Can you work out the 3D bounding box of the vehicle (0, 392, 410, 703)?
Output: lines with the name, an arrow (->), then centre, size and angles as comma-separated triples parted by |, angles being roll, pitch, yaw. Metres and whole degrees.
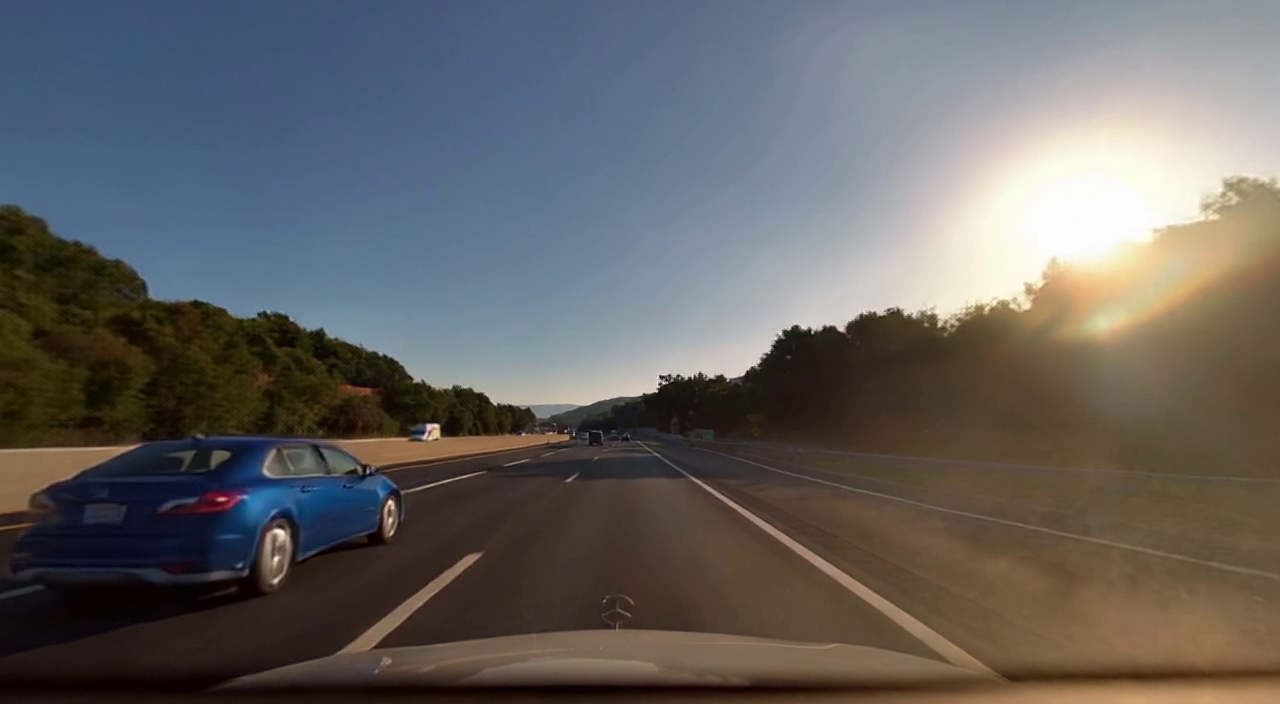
vehicle -> -3.712, 1.240, 5.178 | 2.026, 1.517, 4.325 | 0, -8, -1
